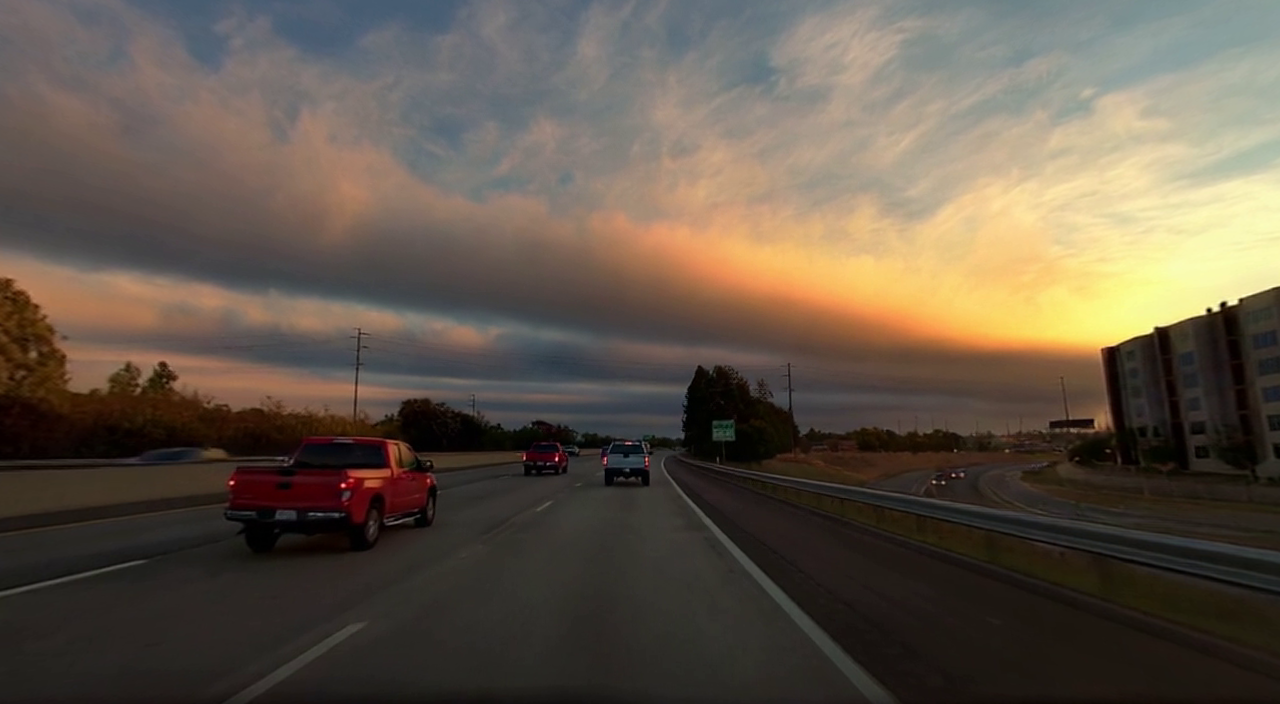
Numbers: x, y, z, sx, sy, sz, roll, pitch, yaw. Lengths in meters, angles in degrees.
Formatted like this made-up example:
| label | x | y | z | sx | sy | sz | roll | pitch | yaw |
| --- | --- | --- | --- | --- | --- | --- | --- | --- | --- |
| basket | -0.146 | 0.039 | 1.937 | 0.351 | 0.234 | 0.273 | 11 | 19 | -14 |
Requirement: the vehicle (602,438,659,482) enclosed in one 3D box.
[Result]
| label | x | y | z | sx | sy | sz | roll | pitch | yaw |
| --- | --- | --- | --- | --- | --- | --- | --- | --- | --- |
| vehicle | -0.313 | 4.707 | 27.810 | 2.293 | 1.753 | 4.380 | 0 | -8 | 2 |

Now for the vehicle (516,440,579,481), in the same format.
| label | x | y | z | sx | sy | sz | roll | pitch | yaw |
| --- | --- | --- | --- | --- | --- | --- | --- | --- | --- |
| vehicle | -4.192 | 5.027 | 29.659 | 2.038 | 1.704 | 5.181 | 0 | -8 | 2 |

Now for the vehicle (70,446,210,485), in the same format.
| label | x | y | z | sx | sy | sz | roll | pitch | yaw |
| --- | --- | --- | --- | --- | --- | --- | --- | --- | --- |
| vehicle | -21.043 | 4.757 | 26.912 | 1.960 | 1.475 | 4.762 | 0 | -8 | 1 |

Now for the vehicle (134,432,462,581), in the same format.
| label | x | y | z | sx | sy | sz | roll | pitch | yaw |
| --- | --- | --- | --- | --- | --- | --- | --- | --- | --- |
| vehicle | -4.069 | 1.880 | 8.600 | 1.936 | 1.470 | 4.402 | 0 | -8 | 1 |
